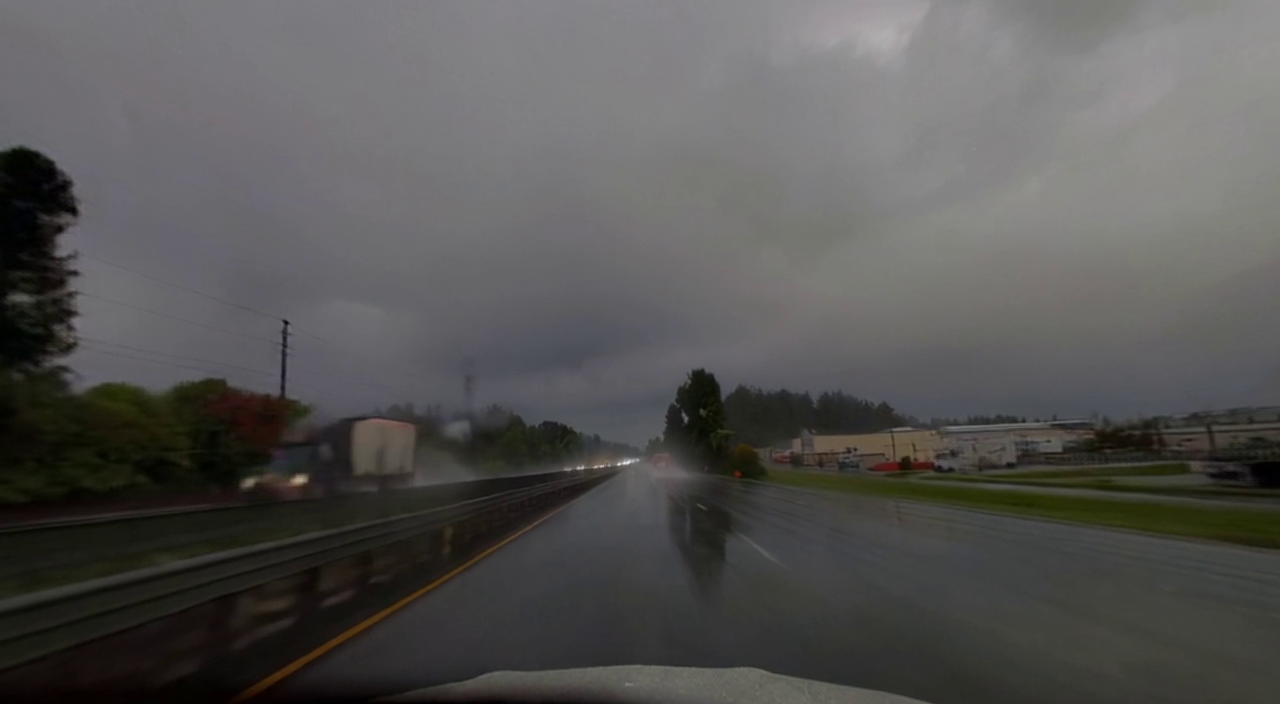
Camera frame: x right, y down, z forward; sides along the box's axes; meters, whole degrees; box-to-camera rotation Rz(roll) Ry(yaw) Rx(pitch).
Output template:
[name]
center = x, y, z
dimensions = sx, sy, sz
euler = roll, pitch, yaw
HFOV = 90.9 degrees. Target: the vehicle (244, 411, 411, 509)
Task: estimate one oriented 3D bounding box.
[vehicle]
center = -13.499, 4.914, 28.451
dimensions = 2.924, 3.672, 8.913
euler = 1, -10, -1
